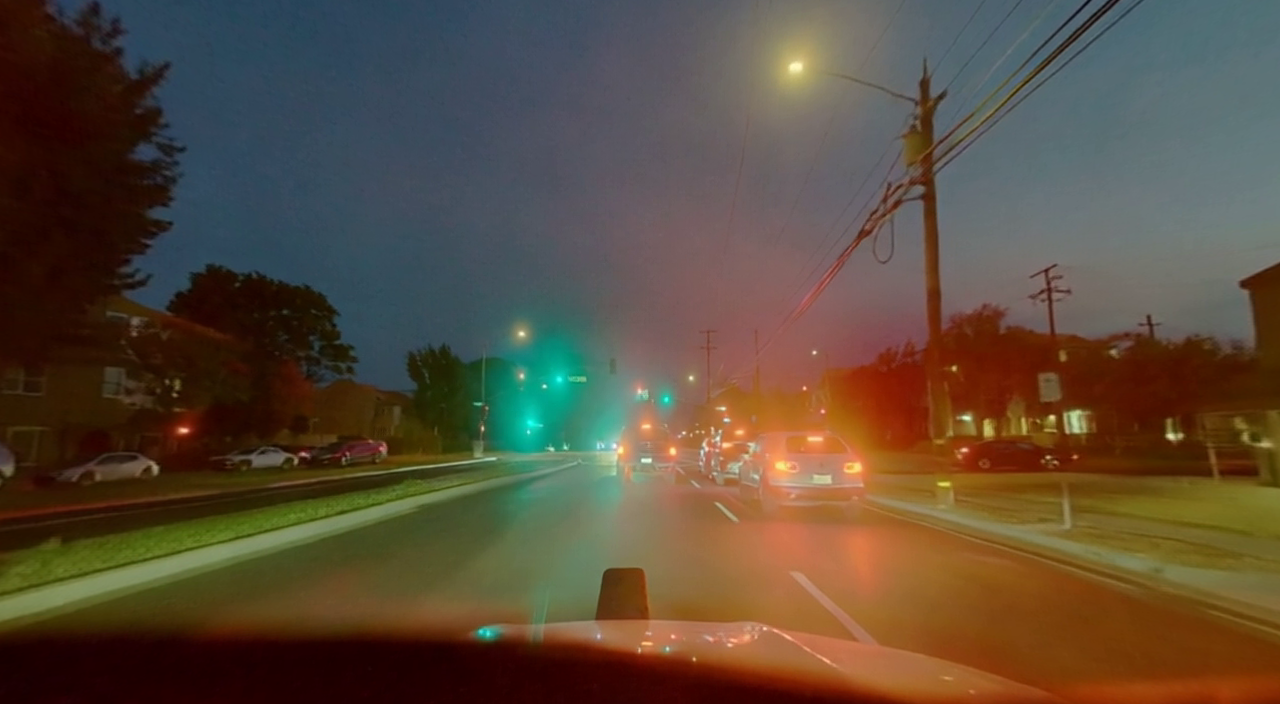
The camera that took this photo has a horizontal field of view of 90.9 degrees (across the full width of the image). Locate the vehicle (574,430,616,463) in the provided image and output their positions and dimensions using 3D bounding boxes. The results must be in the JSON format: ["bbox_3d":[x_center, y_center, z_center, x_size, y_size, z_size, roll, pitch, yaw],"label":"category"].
[{"bbox_3d":[-2.604,5.626,37.595,1.999,1.864,4.279,0,-8,3],"label":"vehicle"}]

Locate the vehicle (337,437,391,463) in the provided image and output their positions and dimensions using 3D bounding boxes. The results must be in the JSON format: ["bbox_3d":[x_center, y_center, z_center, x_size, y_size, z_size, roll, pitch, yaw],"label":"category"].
[{"bbox_3d":[-19.913,7.083,45.710,1.996,1.809,4.699,0,-8,-3],"label":"vehicle"}]

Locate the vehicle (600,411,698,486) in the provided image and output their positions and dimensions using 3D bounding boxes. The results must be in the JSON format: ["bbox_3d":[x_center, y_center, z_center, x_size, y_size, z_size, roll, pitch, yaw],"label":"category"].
[{"bbox_3d":[0.267,3.105,20.375,2.769,2.087,5.130,0,-8,0],"label":"vehicle"}]

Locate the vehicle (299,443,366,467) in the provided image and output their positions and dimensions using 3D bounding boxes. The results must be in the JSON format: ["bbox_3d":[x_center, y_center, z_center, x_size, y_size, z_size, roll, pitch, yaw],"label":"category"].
[{"bbox_3d":[-19.672,6.589,40.577,1.830,1.436,4.771,0,-8,2],"label":"vehicle"}]

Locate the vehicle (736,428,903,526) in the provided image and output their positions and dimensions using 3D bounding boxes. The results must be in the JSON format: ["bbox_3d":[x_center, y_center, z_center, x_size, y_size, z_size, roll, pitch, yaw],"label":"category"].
[{"bbox_3d":[3.124,2.263,11.970,2.002,1.511,4.124,0,-8,1],"label":"vehicle"}]

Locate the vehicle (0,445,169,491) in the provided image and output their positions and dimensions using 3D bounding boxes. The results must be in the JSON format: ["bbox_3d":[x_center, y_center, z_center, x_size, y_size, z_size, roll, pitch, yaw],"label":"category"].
[{"bbox_3d":[-19.828,4.103,22.735,1.866,1.471,4.770,0,-8,1],"label":"vehicle"}]

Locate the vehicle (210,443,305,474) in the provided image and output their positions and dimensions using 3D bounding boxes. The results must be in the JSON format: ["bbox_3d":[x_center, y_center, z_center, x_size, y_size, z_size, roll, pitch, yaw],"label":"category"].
[{"bbox_3d":[-19.723,5.493,32.785,1.891,1.460,4.681,0,-8,2],"label":"vehicle"}]

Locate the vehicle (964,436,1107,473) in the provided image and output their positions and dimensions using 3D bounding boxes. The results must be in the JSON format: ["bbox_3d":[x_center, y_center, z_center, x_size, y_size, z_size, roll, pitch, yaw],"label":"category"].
[{"bbox_3d":[16.571,4.305,26.603,4.671,1.495,1.900,-1,-8,4],"label":"vehicle"}]
